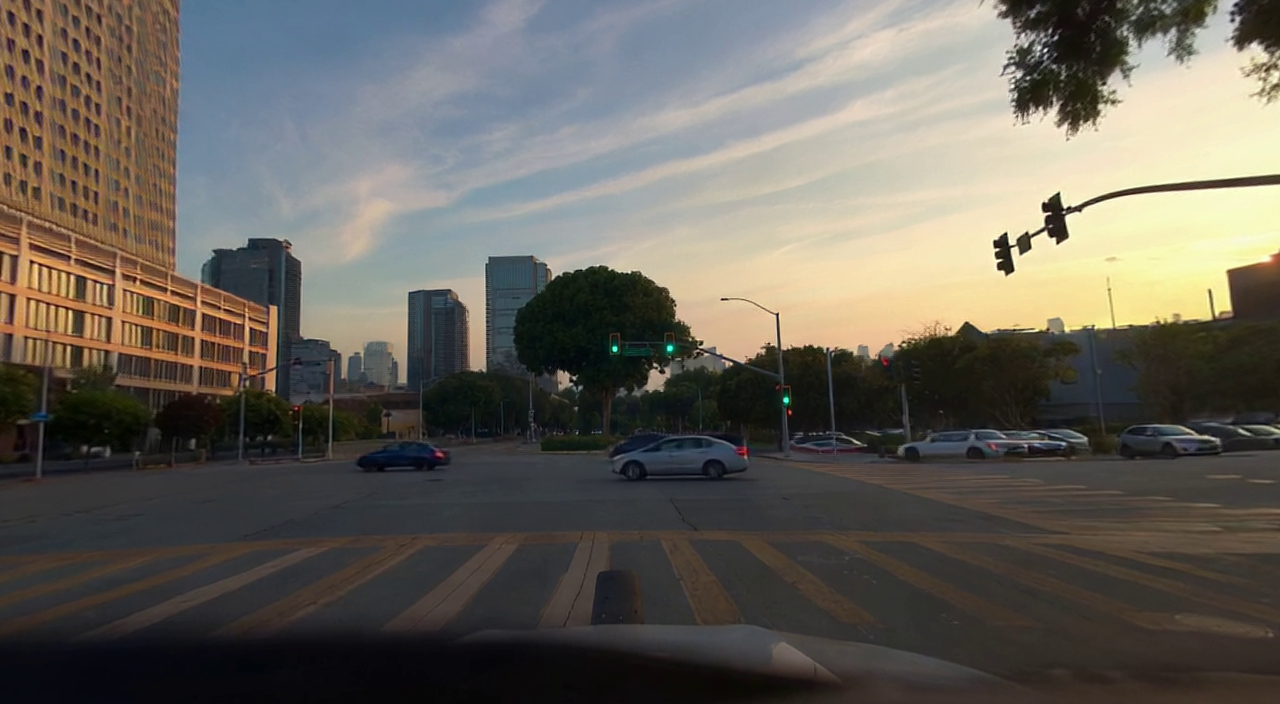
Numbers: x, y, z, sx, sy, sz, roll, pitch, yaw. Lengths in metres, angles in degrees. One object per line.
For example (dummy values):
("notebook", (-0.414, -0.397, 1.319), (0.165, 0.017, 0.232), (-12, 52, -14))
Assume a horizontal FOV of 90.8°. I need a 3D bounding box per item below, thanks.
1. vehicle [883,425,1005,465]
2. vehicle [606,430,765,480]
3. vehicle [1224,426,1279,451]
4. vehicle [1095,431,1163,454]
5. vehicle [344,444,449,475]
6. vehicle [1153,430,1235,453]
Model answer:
("vehicle", (13.656, 4.226, 28.664), (4.571, 1.698, 1.977), (-2, -9, 13))
("vehicle", (1.414, 3.343, 20.726), (4.916, 1.504, 1.846), (1, -9, -8))
("vehicle", (42.254, 5.763, 41.928), (2.037, 1.614, 5.175), (0, -8, 0))
("vehicle", (33.210, 6.170, 43.059), (2.090, 1.494, 4.321), (-3, -9, 15))
("vehicle", (-10.968, 4.838, 28.622), (4.046, 1.306, 1.719), (-1, -8, 2))
("vehicle", (36.565, 5.933, 41.824), (1.726, 1.429, 4.163), (-1, -8, 2))
